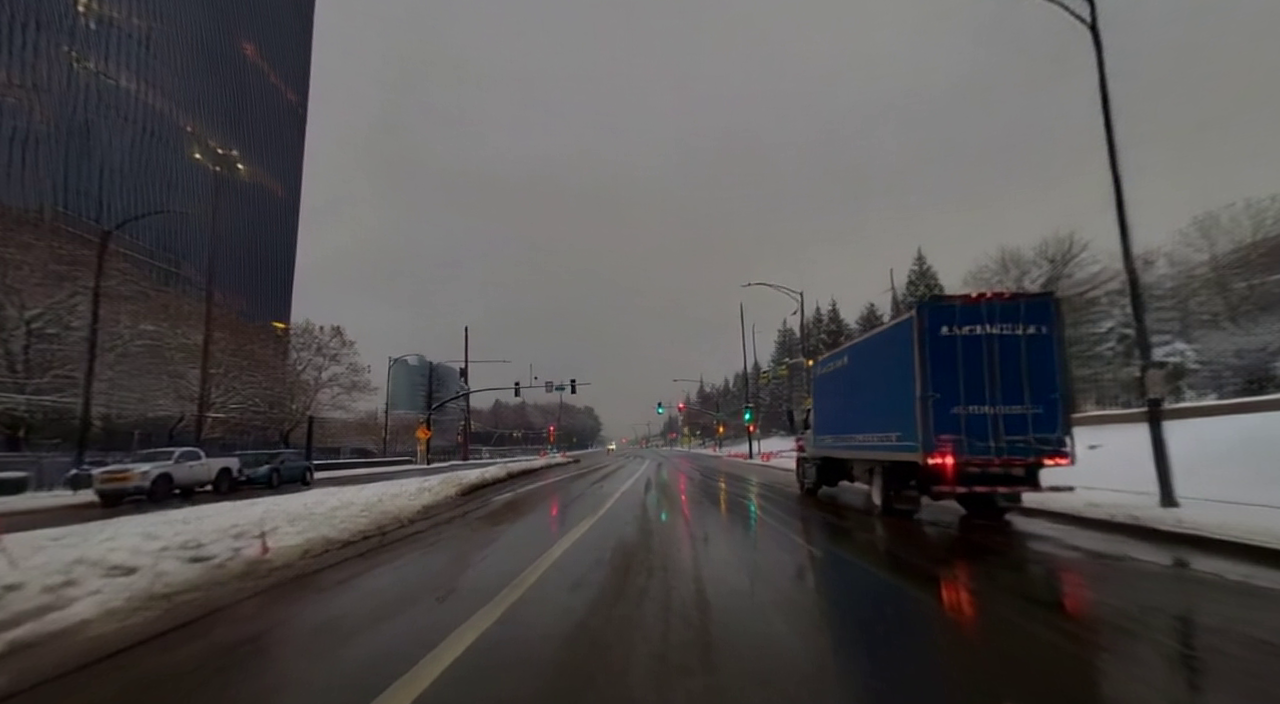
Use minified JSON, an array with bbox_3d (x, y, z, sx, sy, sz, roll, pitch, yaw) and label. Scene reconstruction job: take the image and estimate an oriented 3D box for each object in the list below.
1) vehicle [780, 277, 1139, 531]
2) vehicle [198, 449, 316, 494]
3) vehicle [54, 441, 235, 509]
[{"bbox_3d":[5.916,1.460,14.603,3.176,3.913,9.805,0,-8,0],"label":"vehicle"},{"bbox_3d":[-16.085,5.003,26.918,1.925,1.665,4.893,0,-8,0],"label":"vehicle"},{"bbox_3d":[-16.167,3.974,21.065,1.937,1.984,4.928,0,-8,1],"label":"vehicle"}]
